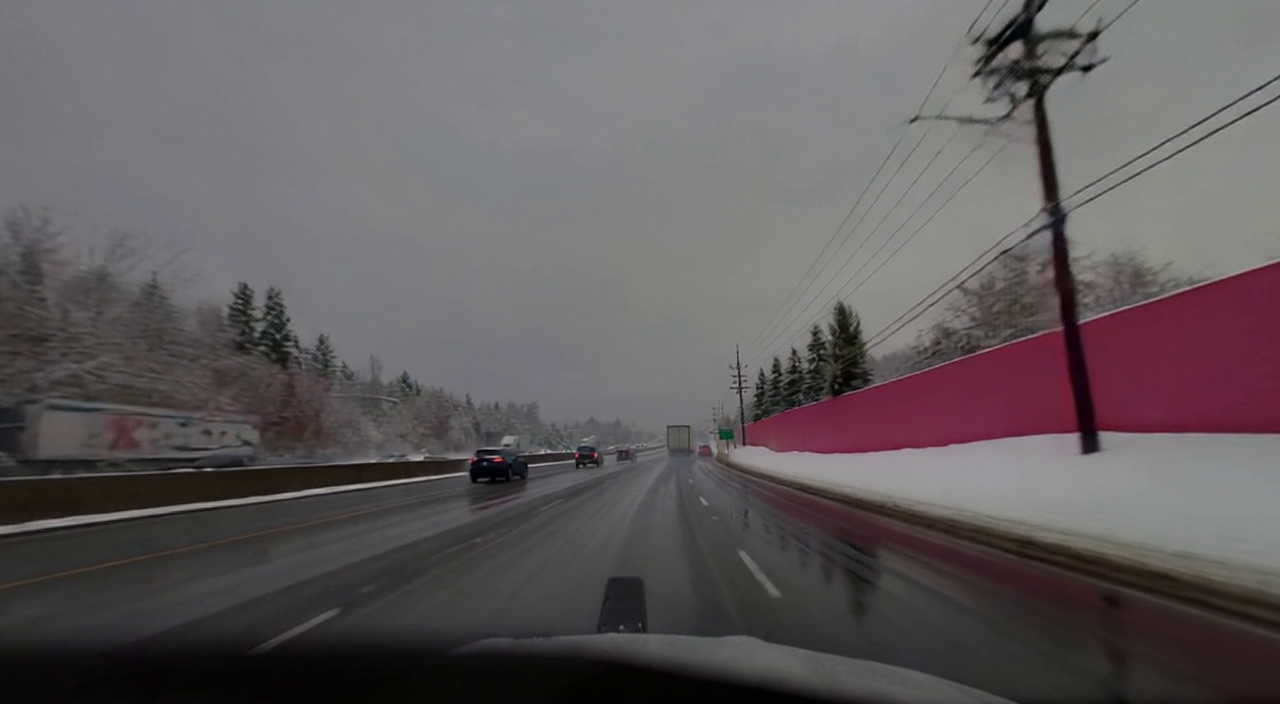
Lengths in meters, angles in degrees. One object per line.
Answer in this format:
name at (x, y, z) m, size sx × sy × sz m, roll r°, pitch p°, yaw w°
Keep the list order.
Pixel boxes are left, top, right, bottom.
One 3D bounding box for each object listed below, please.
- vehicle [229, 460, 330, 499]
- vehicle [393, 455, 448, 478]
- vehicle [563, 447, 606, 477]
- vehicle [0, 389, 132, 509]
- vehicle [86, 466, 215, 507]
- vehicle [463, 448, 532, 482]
vehicle at (-15.131, 5.339, 26.735) m, size 1.866 × 1.416 × 3.918 m, roll -1°, pitch -9°, yaw 2°
vehicle at (-15.301, 8.015, 44.226) m, size 1.923 × 1.459 × 4.561 m, roll -1°, pitch -9°, yaw 5°
vehicle at (-3.109, 6.267, 36.156) m, size 1.966 × 1.565 × 3.766 m, roll -1°, pitch -9°, yaw 2°
vehicle at (-23.917, 3.835, 24.346) m, size 3.361 × 4.101 × 5.809 m, roll -1°, pitch -10°, yaw 1°
vehicle at (-19.645, 5.376, 25.534) m, size 1.805 × 1.405 × 4.114 m, roll -1°, pitch -9°, yaw 2°
vehicle at (-6.988, 5.588, 31.488) m, size 2.142 × 1.503 × 4.767 m, roll -1°, pitch -9°, yaw 3°
